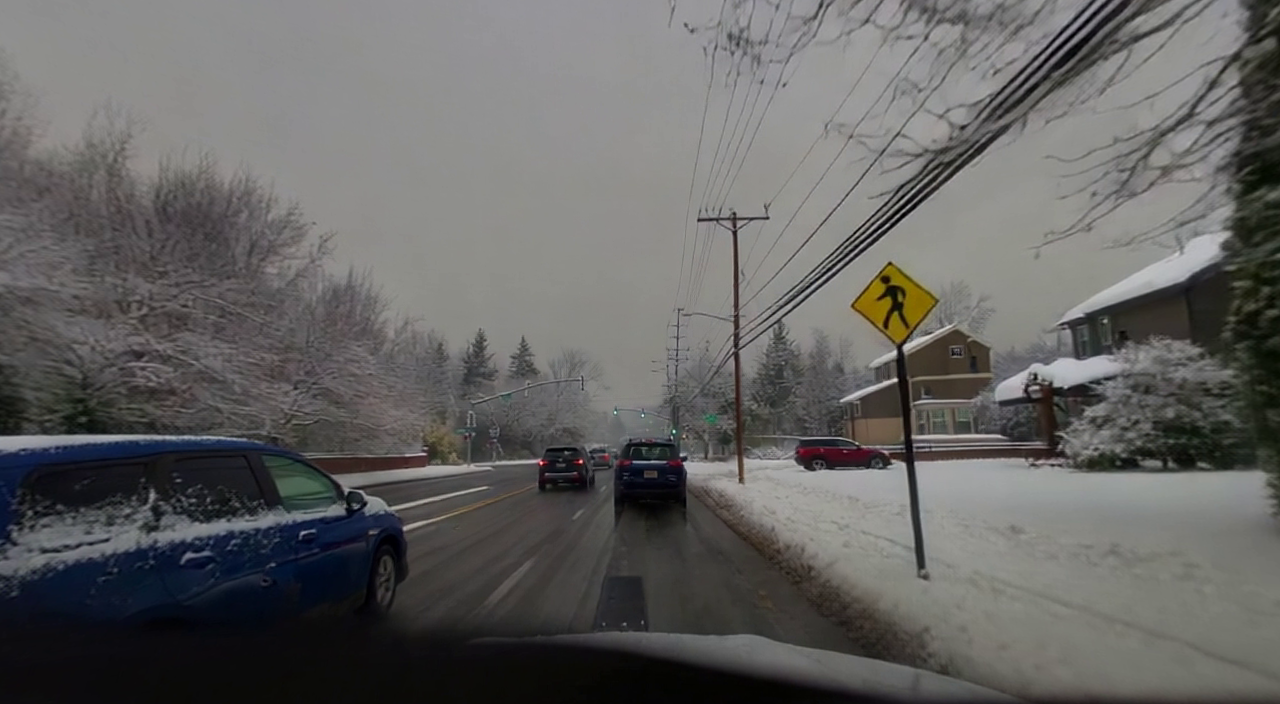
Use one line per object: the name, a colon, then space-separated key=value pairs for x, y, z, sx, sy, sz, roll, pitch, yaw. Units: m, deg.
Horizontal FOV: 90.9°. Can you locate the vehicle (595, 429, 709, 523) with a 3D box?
vehicle: x=0.250 y=2.613 z=13.751 sx=2.120 sy=1.718 sz=3.909 roll=-1 pitch=-9 yaw=1

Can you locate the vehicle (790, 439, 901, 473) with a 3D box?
vehicle: x=9.444 y=4.809 z=29.204 sx=4.456 sy=1.504 sz=1.914 roll=0 pitch=-9 yaw=0

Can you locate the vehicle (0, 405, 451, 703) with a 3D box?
vehicle: x=-2.841 y=1.165 z=3.561 sx=1.968 sy=1.472 sz=4.685 roll=-1 pitch=-9 yaw=2

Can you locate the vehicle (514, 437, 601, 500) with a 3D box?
vehicle: x=-2.455 y=3.598 z=19.856 sx=2.000 sy=1.737 sz=4.133 roll=-1 pitch=-9 yaw=2
